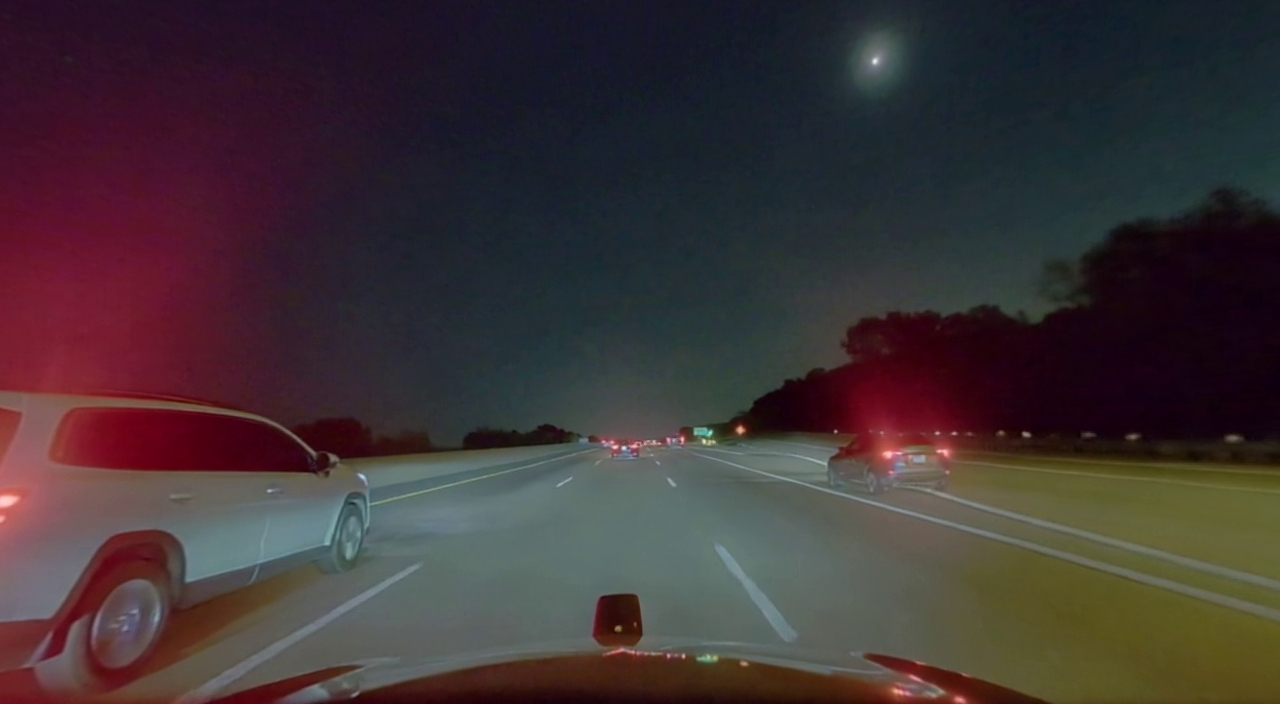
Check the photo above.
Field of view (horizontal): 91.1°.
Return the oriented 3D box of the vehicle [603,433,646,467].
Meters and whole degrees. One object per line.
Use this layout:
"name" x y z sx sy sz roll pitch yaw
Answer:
"vehicle" -0.764 4.956 31.998 2.039 1.589 4.324 0 -8 0
